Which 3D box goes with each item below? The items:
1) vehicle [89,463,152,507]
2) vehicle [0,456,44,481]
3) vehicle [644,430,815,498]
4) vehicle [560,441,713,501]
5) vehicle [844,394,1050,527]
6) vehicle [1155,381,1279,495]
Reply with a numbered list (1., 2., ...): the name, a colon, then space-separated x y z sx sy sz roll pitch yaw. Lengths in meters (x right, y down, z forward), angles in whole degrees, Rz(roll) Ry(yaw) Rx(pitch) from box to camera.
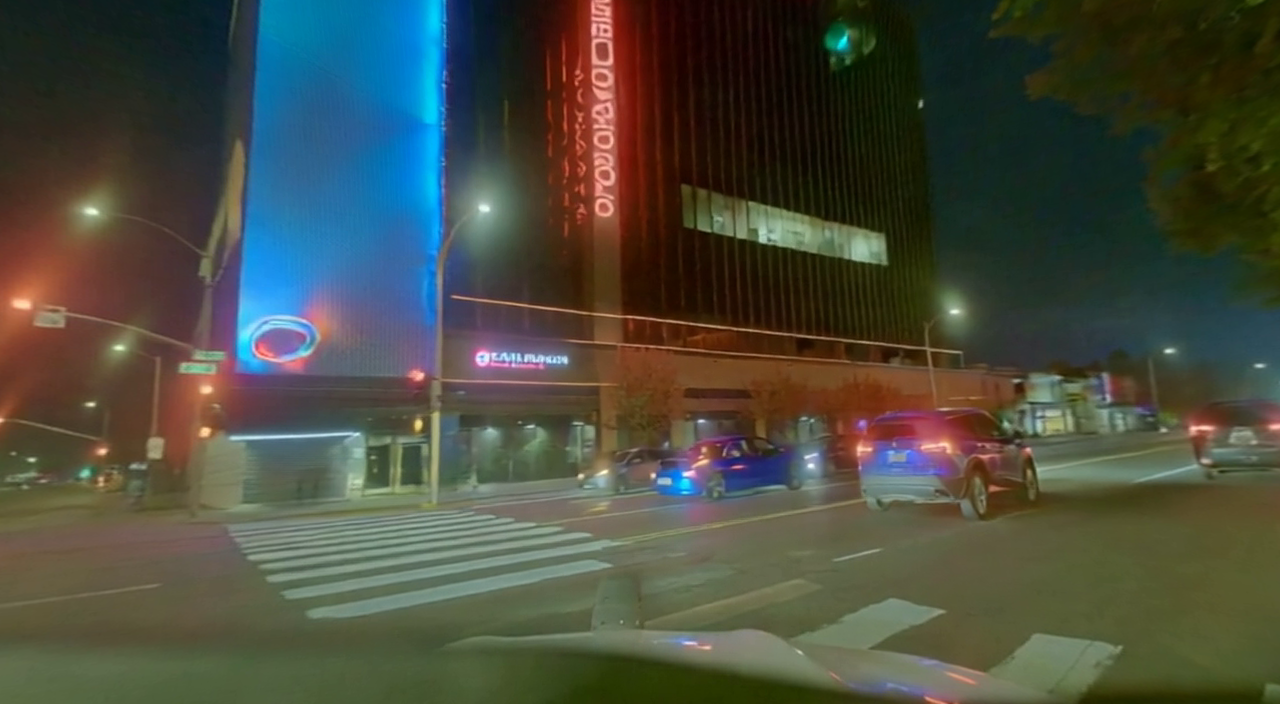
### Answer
1. vehicle: -22.537 5.723 27.455 1.920 1.605 4.091 3 -10 -39
2. vehicle: -41.369 7.677 41.916 2.097 1.508 4.202 7 -11 -37
3. vehicle: 2.413 2.880 16.456 4.504 1.507 1.857 8 -12 -40
4. vehicle: -0.034 3.376 18.165 4.021 1.508 1.989 8 -12 -39
5. vehicle: 5.203 1.754 10.433 2.023 1.702 4.152 -7 -12 39
6. vehicle: 12.639 1.742 12.839 4.796 1.953 2.352 6 -11 -40
